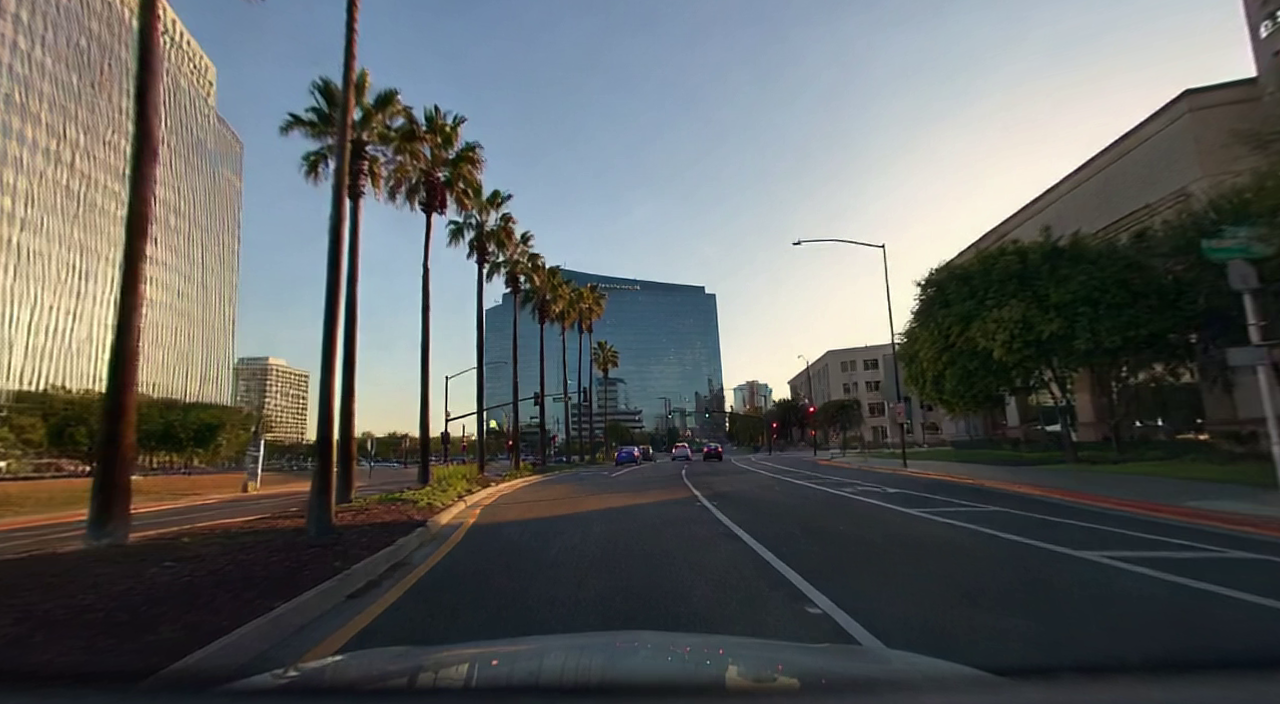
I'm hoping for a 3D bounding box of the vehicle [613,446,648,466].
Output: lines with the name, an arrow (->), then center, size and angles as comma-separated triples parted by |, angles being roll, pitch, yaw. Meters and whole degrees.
vehicle -> -0.688, 8.100, 49.441 | 1.962, 1.480, 4.605 | -2, -9, 9
